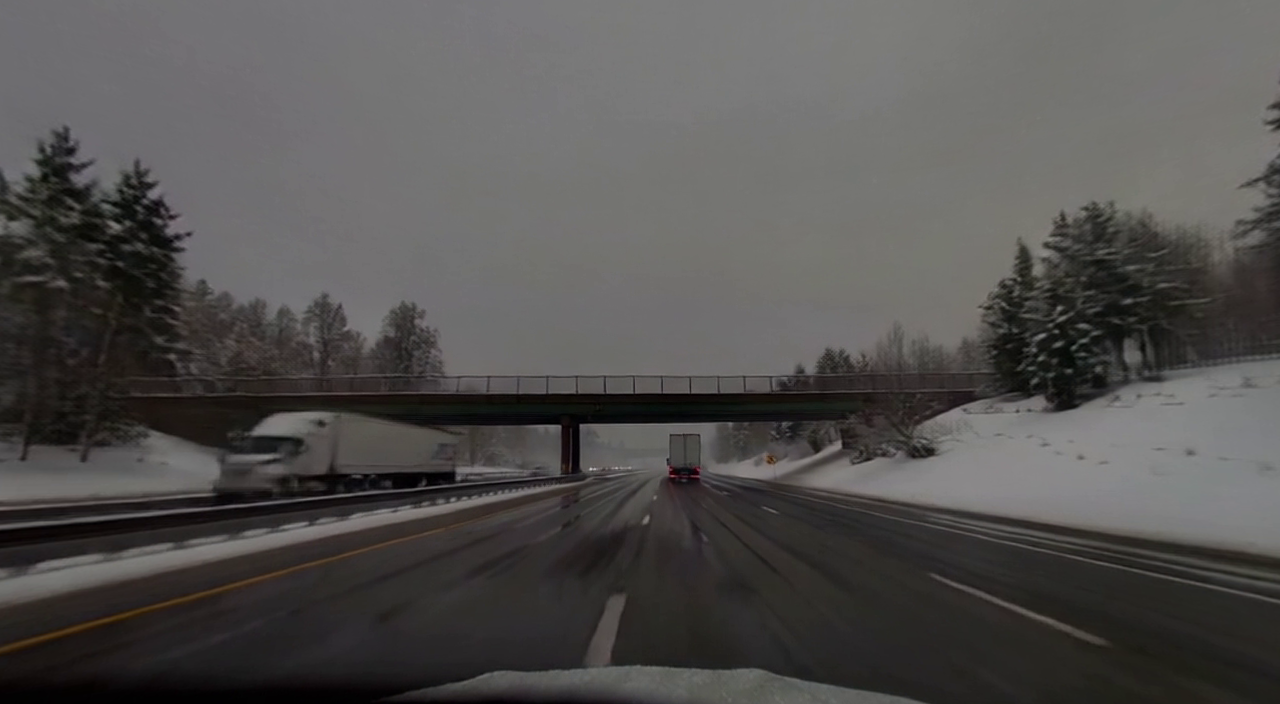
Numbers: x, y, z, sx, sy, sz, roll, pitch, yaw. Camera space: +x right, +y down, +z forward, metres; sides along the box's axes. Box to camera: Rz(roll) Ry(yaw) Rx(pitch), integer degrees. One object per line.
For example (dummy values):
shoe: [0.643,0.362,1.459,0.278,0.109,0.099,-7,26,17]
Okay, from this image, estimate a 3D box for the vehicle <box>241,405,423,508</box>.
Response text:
vehicle: [-13.776,5.008,29.719,2.906,3.916,10.242,0,-11,2]
